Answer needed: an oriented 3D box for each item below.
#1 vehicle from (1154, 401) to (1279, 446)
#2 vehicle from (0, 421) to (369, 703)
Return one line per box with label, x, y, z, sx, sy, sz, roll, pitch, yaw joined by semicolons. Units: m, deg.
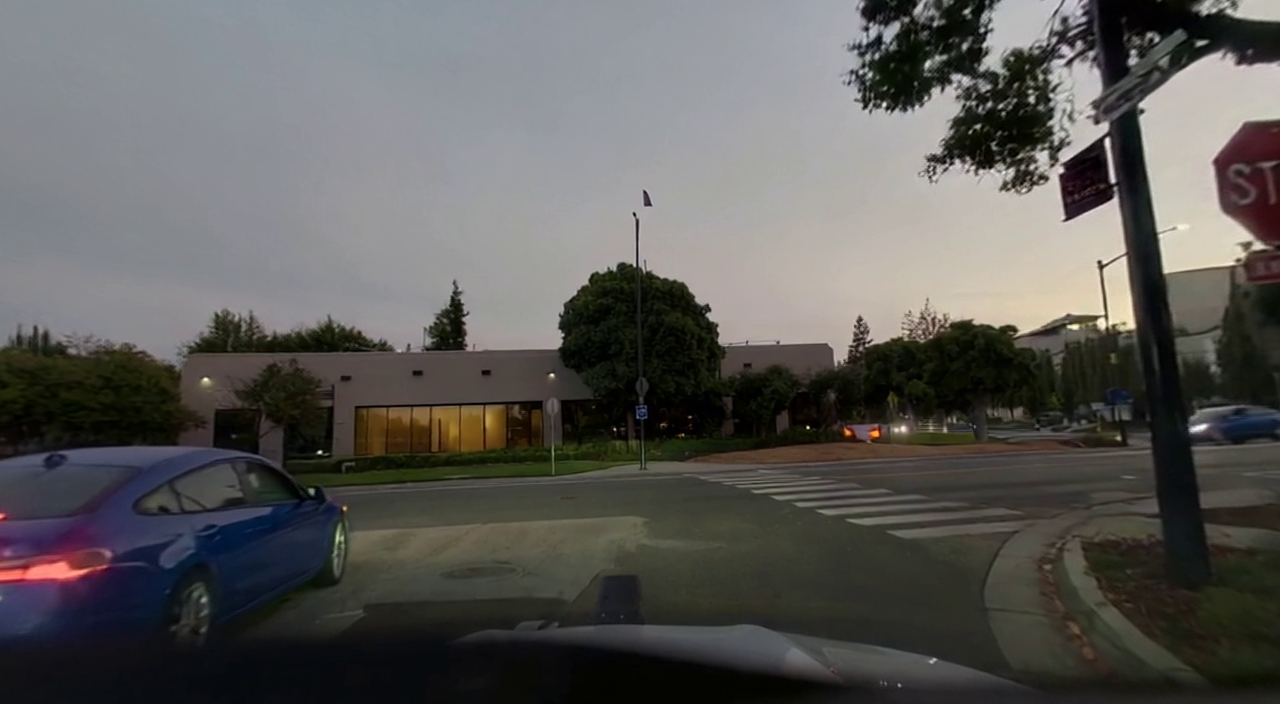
vehicle;22.156;2.678;23.465;4.788;1.548;1.965;1;-8;-10
vehicle;-3.262;1.181;3.562;2.069;1.413;5.006;1;-8;-10
